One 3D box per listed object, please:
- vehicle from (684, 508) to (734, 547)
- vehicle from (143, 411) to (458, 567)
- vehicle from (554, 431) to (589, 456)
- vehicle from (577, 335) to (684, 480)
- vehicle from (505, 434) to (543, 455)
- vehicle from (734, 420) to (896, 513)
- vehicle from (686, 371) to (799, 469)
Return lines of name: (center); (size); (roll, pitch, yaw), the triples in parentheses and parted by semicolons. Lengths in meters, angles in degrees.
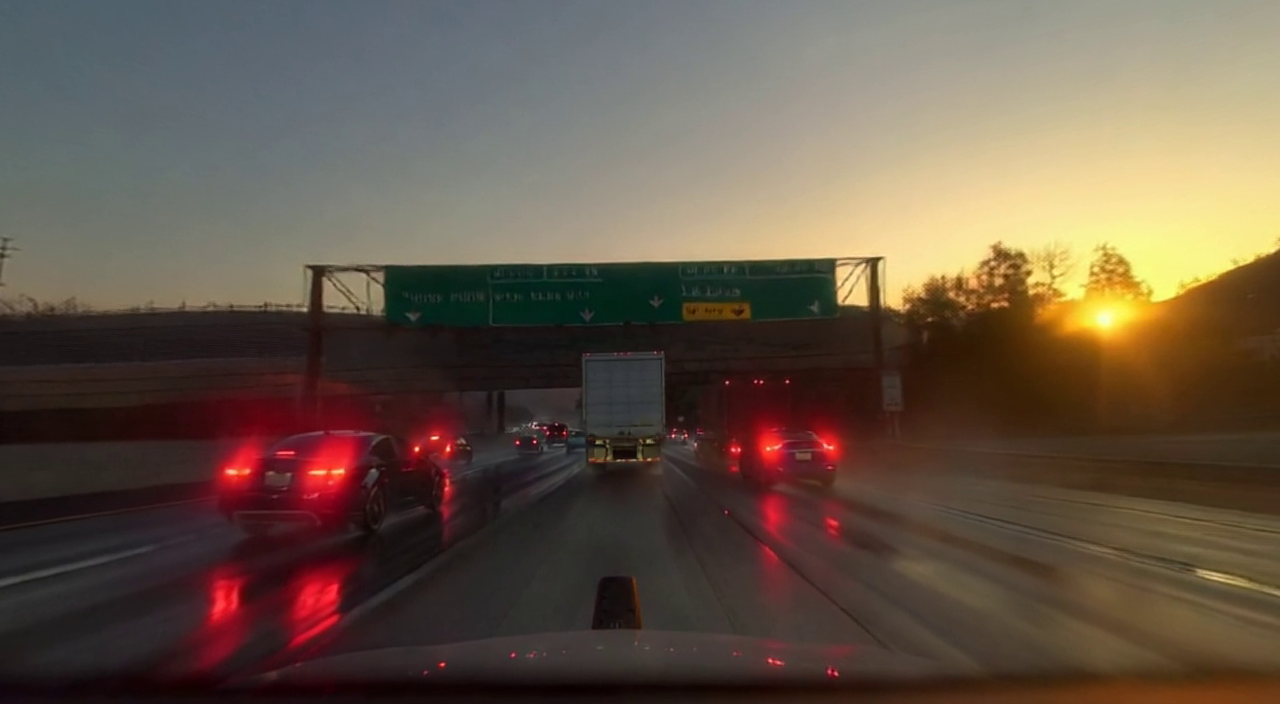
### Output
vehicle: (4.341, 11.138, 40.077); (2.835, 2.000, 2.696); (0, -7, -2)
vehicle: (-3.847, 1.587, 8.047); (1.882, 1.493, 3.828); (0, -8, 0)
vehicle: (-4.605, 6.202, 42.859); (1.986, 1.612, 4.155); (0, -8, 0)
vehicle: (-0.386, 2.176, 22.523); (2.938, 4.033, 9.980); (0, -8, -1)
vehicle: (-8.541, 6.840, 46.805); (2.019, 1.471, 4.347); (0, -8, 0)
vehicle: (3.205, 2.170, 12.501); (1.976, 1.513, 4.065); (0, -8, -1)
vehicle: (4.662, 3.795, 32.451); (2.863, 3.936, 14.058); (1, -9, -3)
